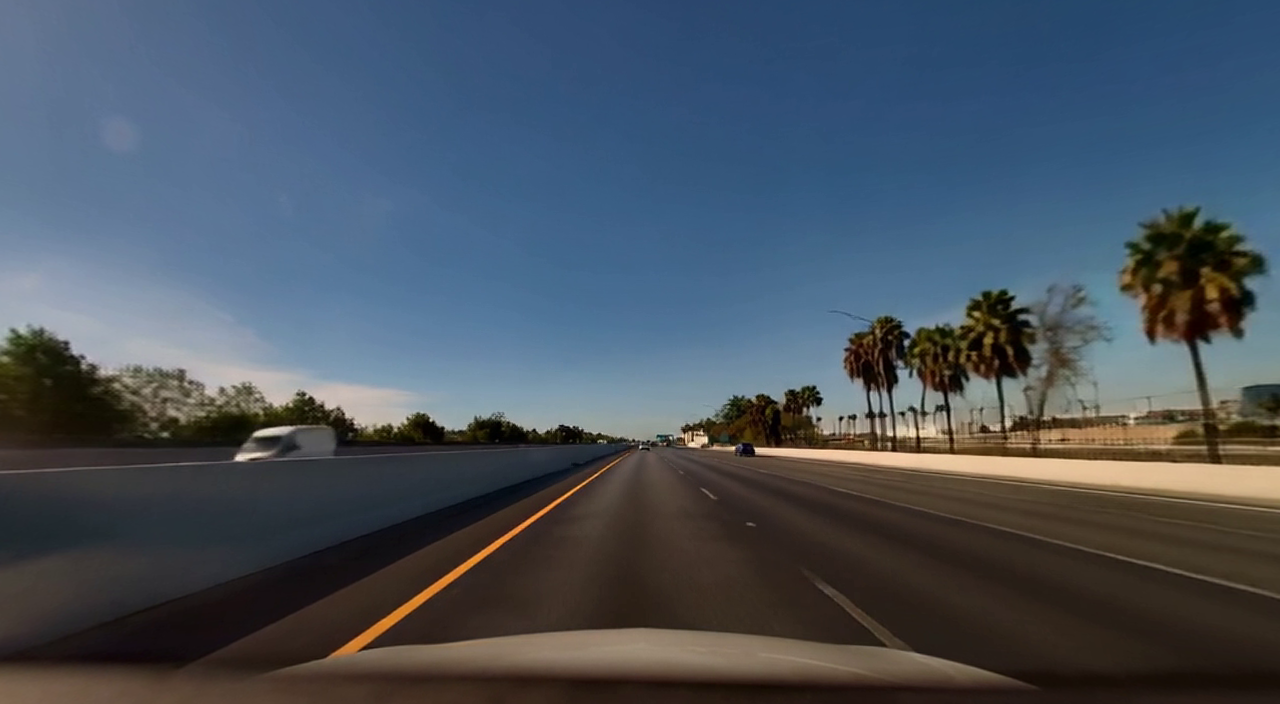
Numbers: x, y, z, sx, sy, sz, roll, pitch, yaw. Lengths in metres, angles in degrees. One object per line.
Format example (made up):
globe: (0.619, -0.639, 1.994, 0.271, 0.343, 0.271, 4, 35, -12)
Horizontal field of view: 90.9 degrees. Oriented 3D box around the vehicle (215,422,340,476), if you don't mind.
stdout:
vehicle: (-17.356, 4.695, 30.723, 2.340, 2.360, 6.092, 0, -8, 1)
